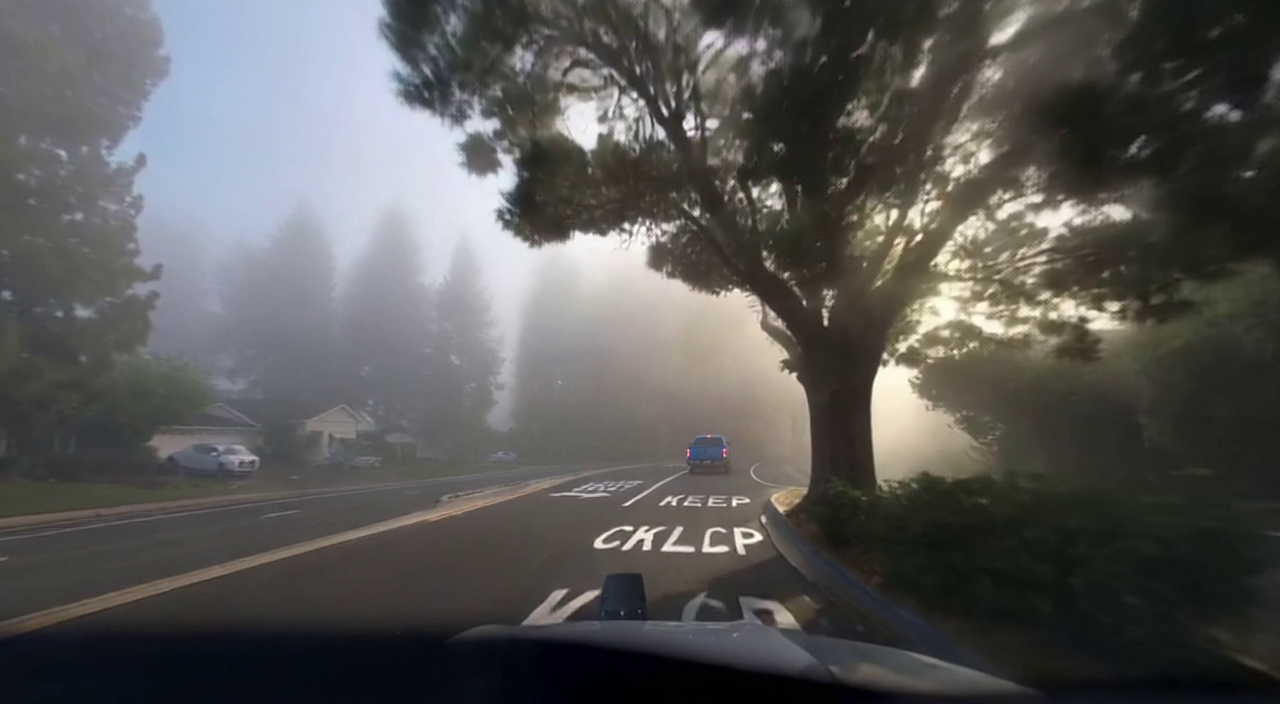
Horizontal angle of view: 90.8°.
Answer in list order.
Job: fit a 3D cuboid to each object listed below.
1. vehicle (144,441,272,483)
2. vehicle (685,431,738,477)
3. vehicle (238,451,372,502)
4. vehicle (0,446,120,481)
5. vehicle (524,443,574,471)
[{"bbox_3d":[-18.897,4.810,27.751,4.168,1.735,1.925,0,-9,2],"label":"vehicle"},{"bbox_3d":[3.401,4.719,29.347,2.153,1.942,4.767,-1,-9,10],"label":"vehicle"},{"bbox_3d":[-11.720,4.364,22.534,1.873,1.508,4.483,-2,-8,8],"label":"vehicle"},{"bbox_3d":[-25.331,4.759,27.200,4.268,1.409,1.897,0,-9,3],"label":"vehicle"},{"bbox_3d":[-6.792,7.908,47.781,2.053,1.822,4.852,-3,-8,14],"label":"vehicle"}]
